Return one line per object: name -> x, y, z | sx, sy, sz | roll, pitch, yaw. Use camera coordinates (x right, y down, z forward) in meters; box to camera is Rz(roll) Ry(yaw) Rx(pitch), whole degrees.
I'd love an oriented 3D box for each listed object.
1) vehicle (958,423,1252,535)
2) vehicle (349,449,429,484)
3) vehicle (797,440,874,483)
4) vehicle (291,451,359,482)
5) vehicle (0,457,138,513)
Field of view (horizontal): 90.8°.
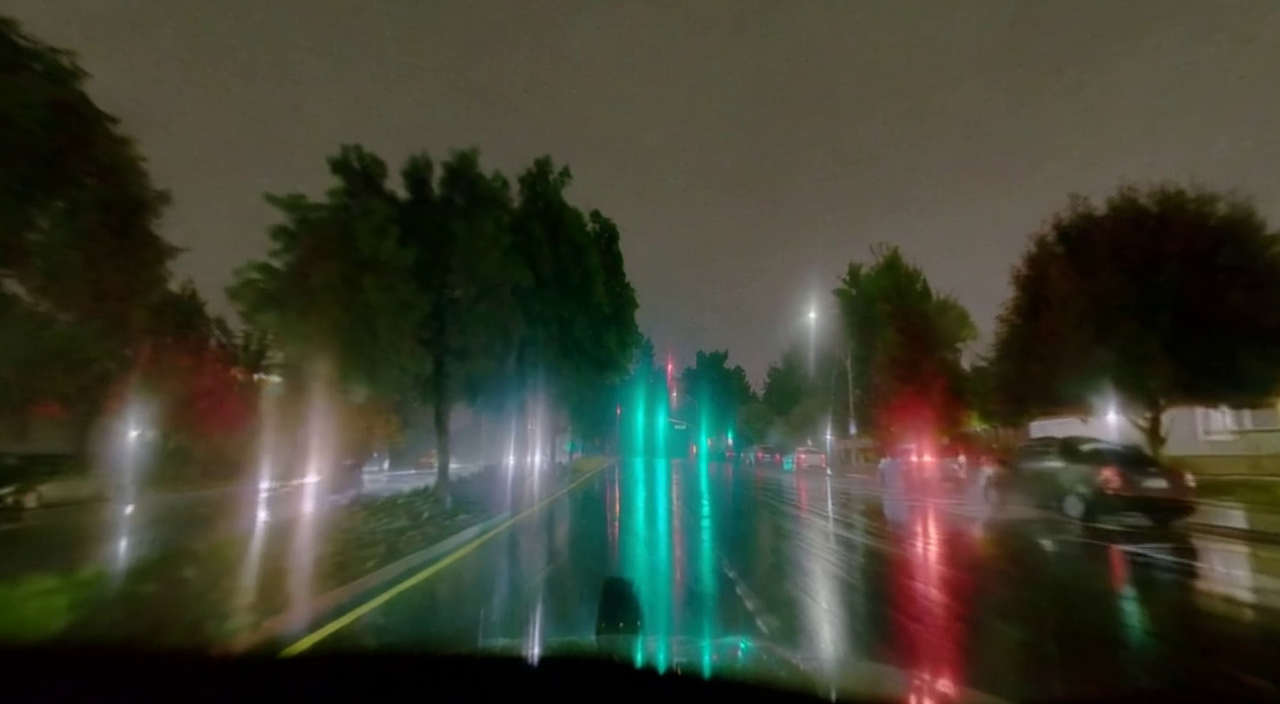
vehicle -> 9.803, 2.708, 14.266 | 2.209, 1.982, 5.787 | 0, -9, 0
vehicle -> -11.610, 5.283, 29.590 | 1.826, 1.472, 4.493 | -1, -9, 1
vehicle -> 9.811, 5.522, 32.293 | 2.176, 1.893, 5.744 | 2, -9, 0
vehicle -> -18.415, 6.701, 37.183 | 1.842, 1.660, 4.120 | 0, -9, 0
vehicle -> -18.470, 4.195, 20.062 | 1.732, 1.460, 3.932 | -5, -9, 2
